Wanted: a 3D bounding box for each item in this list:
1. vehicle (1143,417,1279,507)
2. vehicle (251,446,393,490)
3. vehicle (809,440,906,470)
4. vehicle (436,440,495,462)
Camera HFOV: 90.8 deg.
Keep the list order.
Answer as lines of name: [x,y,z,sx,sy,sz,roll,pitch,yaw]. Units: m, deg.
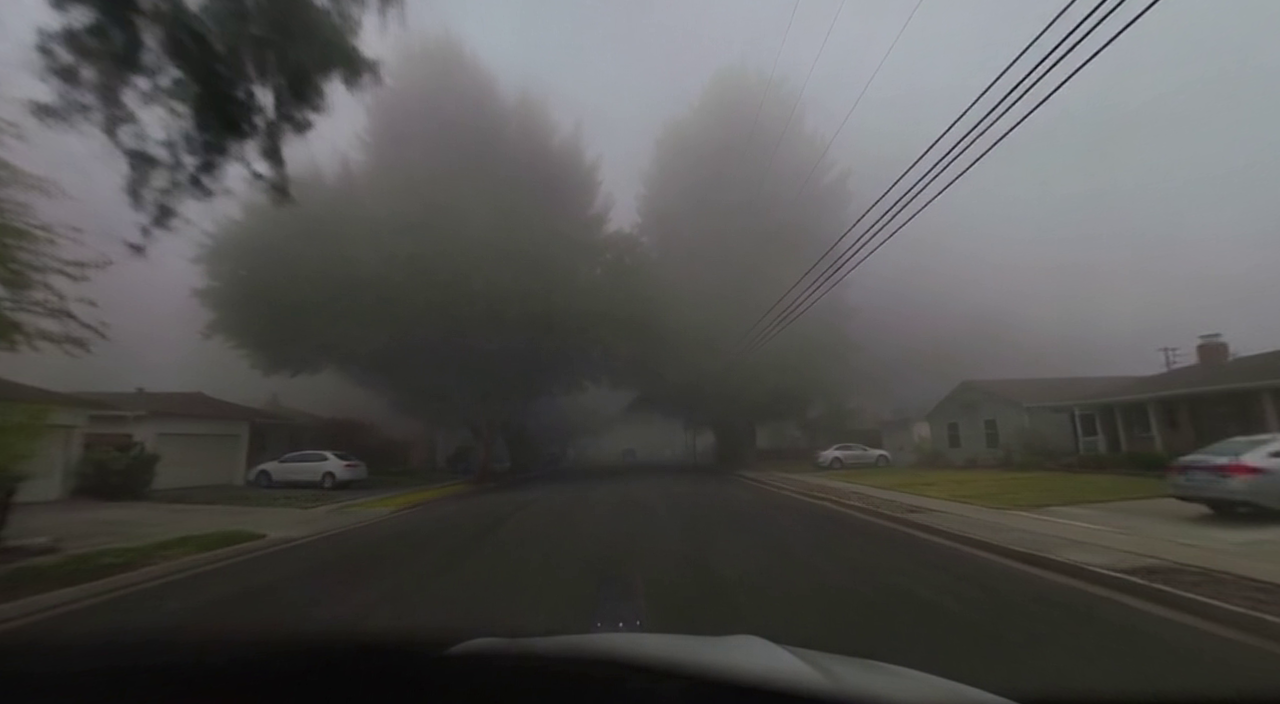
vehicle: [12.574,1.971,11.670,4.646,1.479,2.221,0,-8,0]
vehicle: [-13.381,4.895,26.870,4.887,1.788,2.006,0,-8,-4]
vehicle: [11.819,5.644,34.549,4.626,1.541,1.866,1,-9,-2]
vehicle: [-13.313,7.574,48.295,4.265,1.569,1.984,2,-9,-15]
